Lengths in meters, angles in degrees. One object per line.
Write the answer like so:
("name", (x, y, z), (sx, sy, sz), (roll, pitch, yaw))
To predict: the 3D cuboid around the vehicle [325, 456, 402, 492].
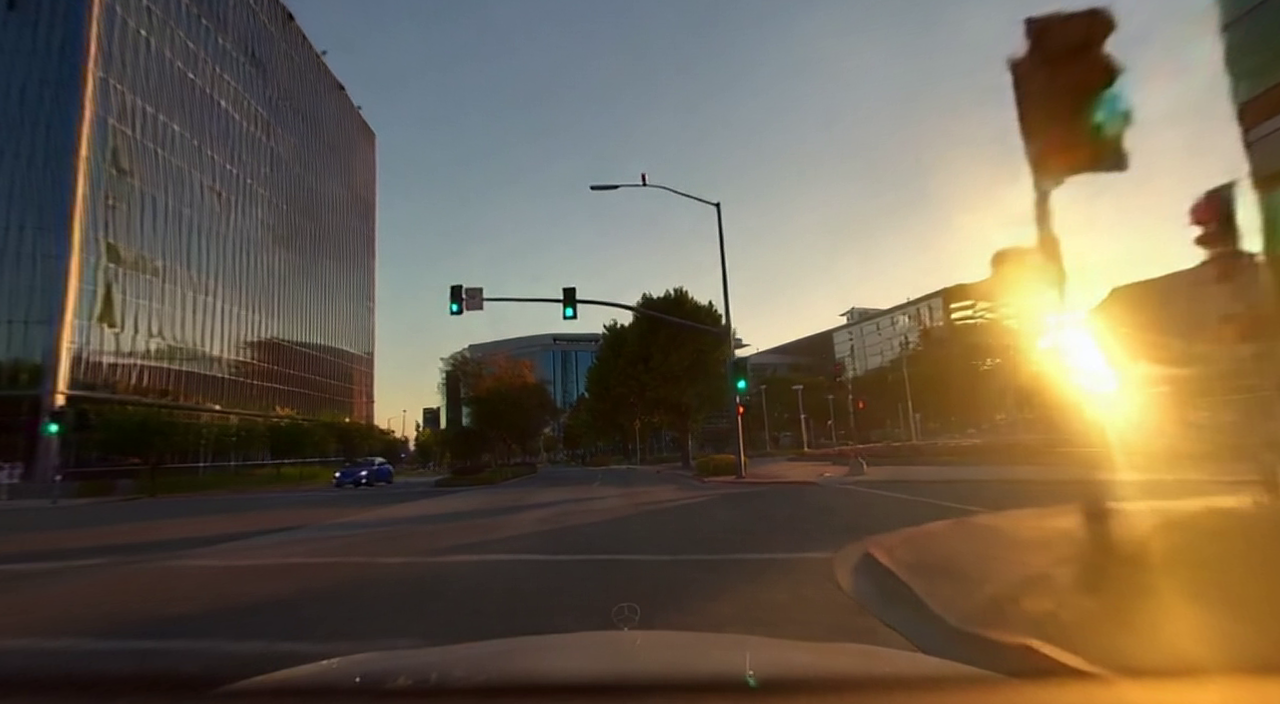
("vehicle", (-12.840, 5.659, 29.560), (1.906, 1.502, 4.396), (1, -9, -5))
